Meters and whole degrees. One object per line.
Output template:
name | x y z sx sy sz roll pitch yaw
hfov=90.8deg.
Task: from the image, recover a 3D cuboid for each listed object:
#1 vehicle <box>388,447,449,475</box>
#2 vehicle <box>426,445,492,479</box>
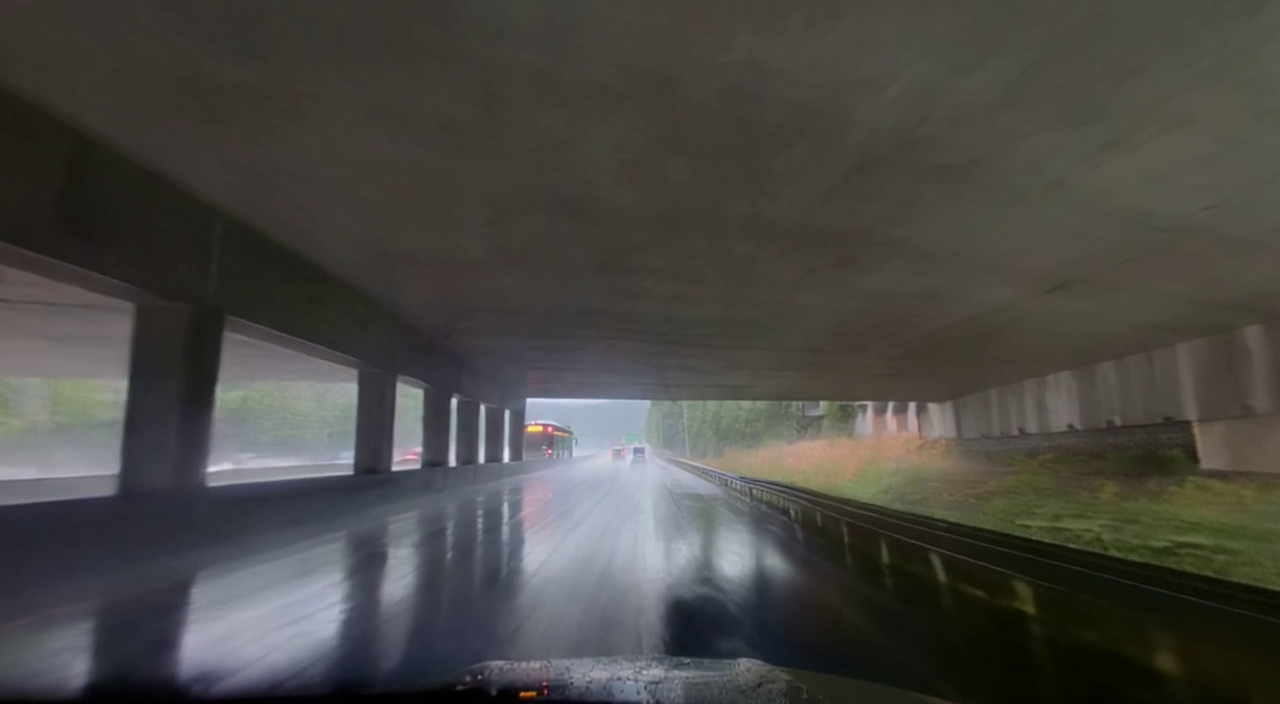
vehicle | -13.745 6.779 39.482 2.059 1.615 4.688 0 -8 1
vehicle | -9.320 5.678 32.897 1.979 1.600 4.516 0 -8 1
